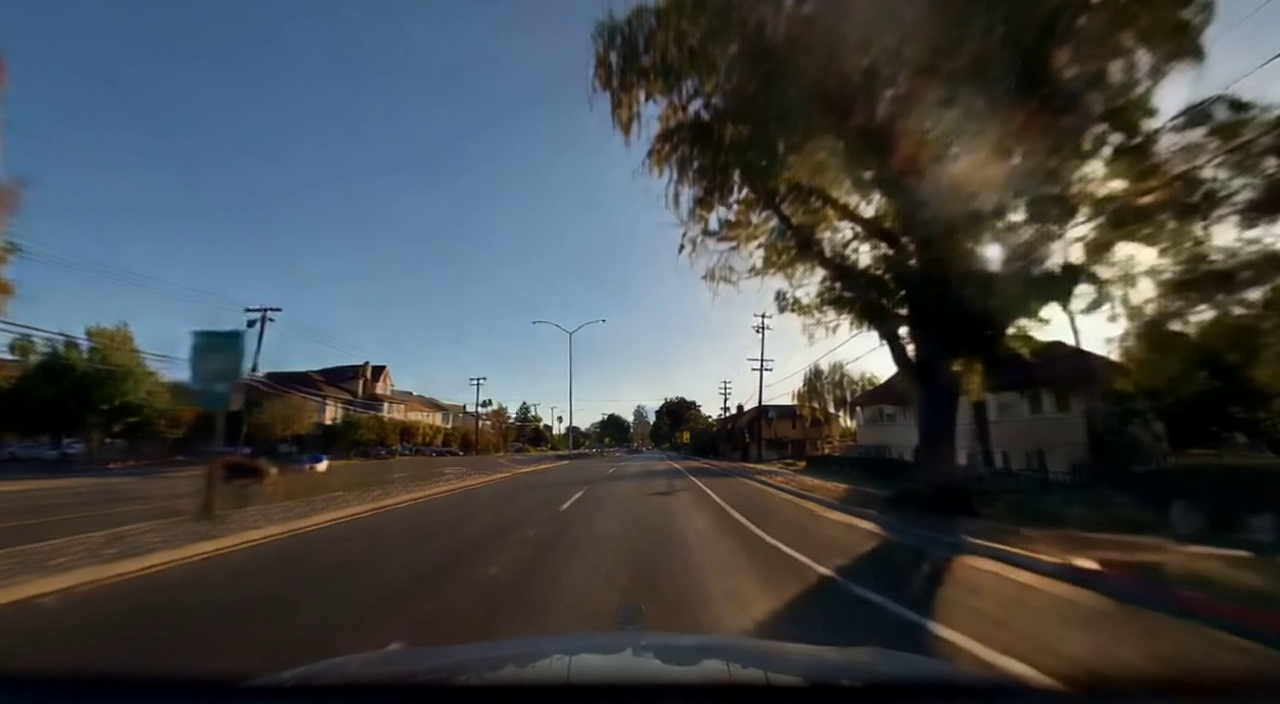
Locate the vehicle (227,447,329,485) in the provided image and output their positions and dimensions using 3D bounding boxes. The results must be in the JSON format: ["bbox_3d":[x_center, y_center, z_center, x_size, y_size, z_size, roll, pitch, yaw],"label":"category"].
[{"bbox_3d":[-15.021,4.720,26.496,1.808,1.466,4.420,0,-9,-2],"label":"vehicle"}]
